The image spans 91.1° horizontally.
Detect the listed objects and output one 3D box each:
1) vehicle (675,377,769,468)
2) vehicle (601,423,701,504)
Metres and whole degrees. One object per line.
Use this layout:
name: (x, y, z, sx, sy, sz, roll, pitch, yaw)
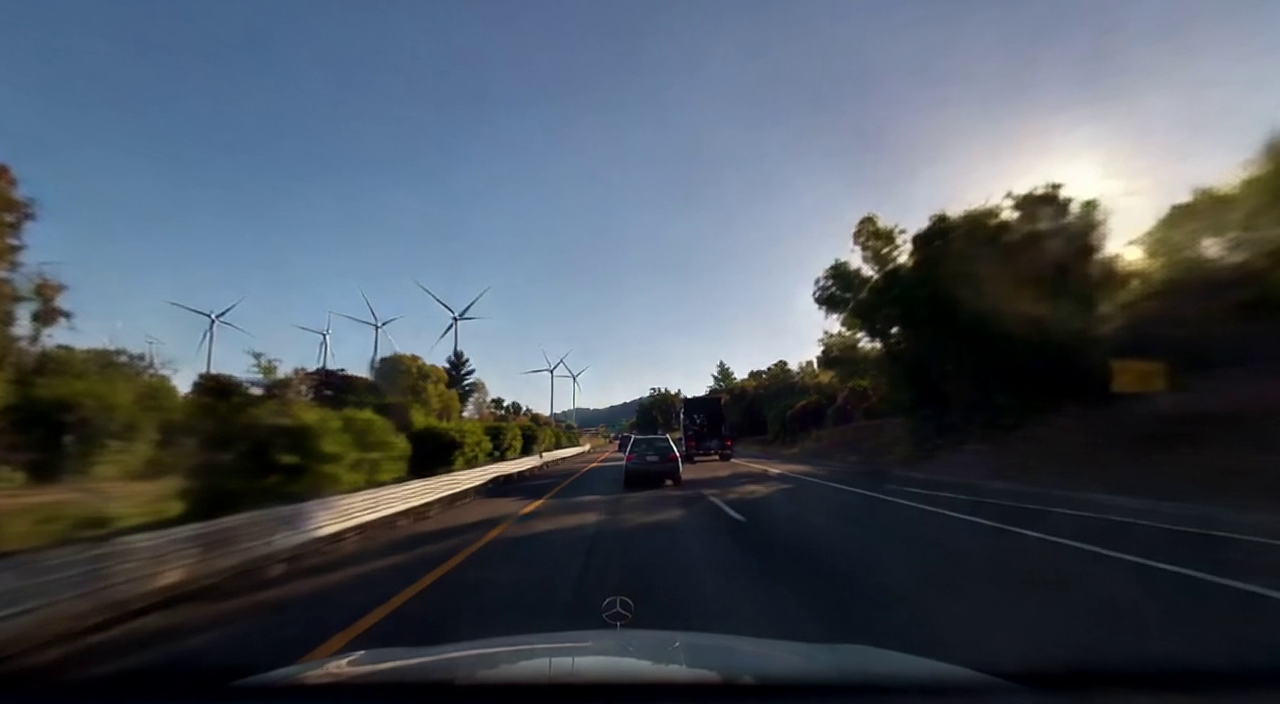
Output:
vehicle: (4.108, 4.155, 35.884, 3.129, 4.126, 14.913, 0, -8, -1)
vehicle: (0.158, 2.561, 15.037, 2.038, 1.624, 4.312, 0, -8, -2)
